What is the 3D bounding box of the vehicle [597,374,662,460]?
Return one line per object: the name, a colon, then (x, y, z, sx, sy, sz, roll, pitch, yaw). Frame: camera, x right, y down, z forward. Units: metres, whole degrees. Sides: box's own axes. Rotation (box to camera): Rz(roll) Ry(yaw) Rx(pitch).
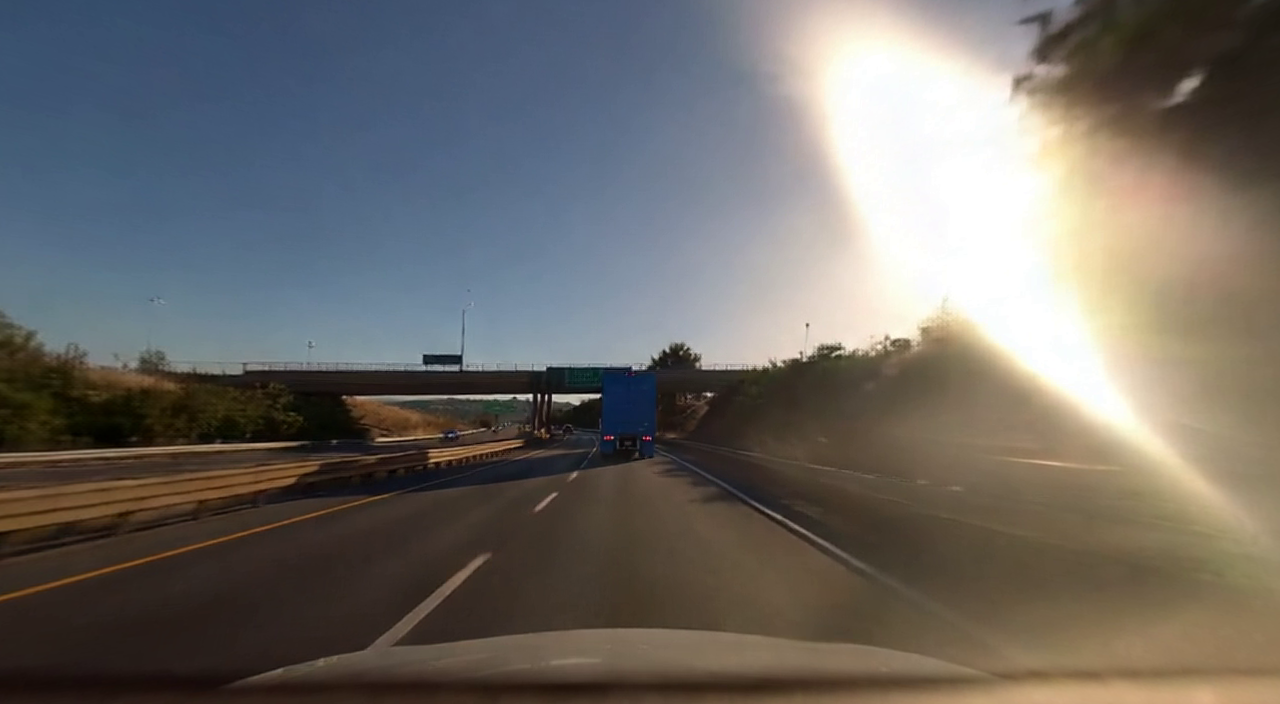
vehicle: (-0.714, 3.726, 34.589, 3.023, 3.965, 10.402, 0, -8, -3)
